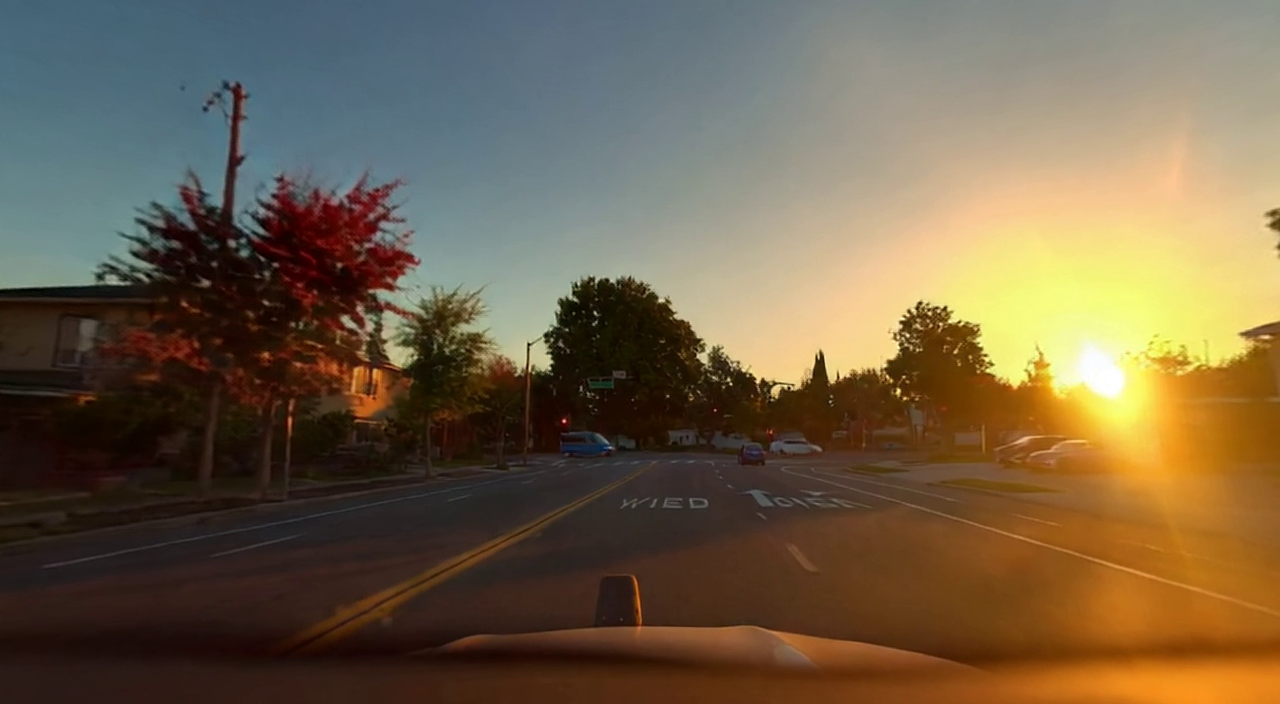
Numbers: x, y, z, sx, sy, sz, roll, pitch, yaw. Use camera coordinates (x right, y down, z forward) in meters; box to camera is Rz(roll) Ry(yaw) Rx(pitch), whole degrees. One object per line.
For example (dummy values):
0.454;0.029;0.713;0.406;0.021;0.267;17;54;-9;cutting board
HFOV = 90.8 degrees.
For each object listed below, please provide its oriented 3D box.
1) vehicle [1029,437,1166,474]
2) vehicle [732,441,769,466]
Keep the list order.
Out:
18.814;4.262;26.168;4.104;1.449;1.896;-1;-9;5;vehicle
7.112;6.592;41.146;1.947;1.485;4.336;-1;-9;5;vehicle
